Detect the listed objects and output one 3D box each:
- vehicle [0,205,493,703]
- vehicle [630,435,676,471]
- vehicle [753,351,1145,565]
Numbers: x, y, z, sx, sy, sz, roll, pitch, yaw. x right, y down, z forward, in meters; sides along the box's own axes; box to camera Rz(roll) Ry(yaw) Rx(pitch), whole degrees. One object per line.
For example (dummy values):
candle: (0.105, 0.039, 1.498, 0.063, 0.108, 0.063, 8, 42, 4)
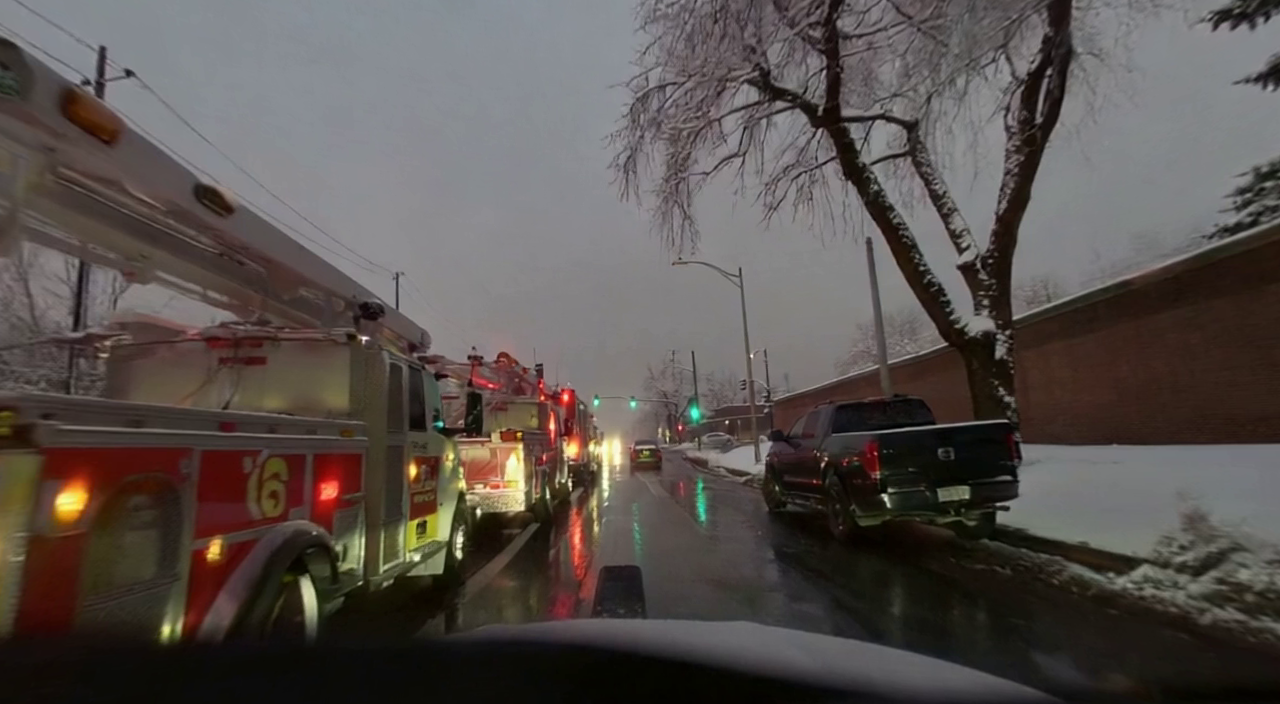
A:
vehicle: (-2.810, 0.941, 4.104, 2.458, 2.027, 4.831, 0, -9, 1)
vehicle: (0.625, 5.578, 35.085, 2.332, 1.831, 4.930, 0, -8, -1)
vehicle: (3.982, 1.581, 9.900, 3.411, 2.429, 5.271, 0, -8, 0)
